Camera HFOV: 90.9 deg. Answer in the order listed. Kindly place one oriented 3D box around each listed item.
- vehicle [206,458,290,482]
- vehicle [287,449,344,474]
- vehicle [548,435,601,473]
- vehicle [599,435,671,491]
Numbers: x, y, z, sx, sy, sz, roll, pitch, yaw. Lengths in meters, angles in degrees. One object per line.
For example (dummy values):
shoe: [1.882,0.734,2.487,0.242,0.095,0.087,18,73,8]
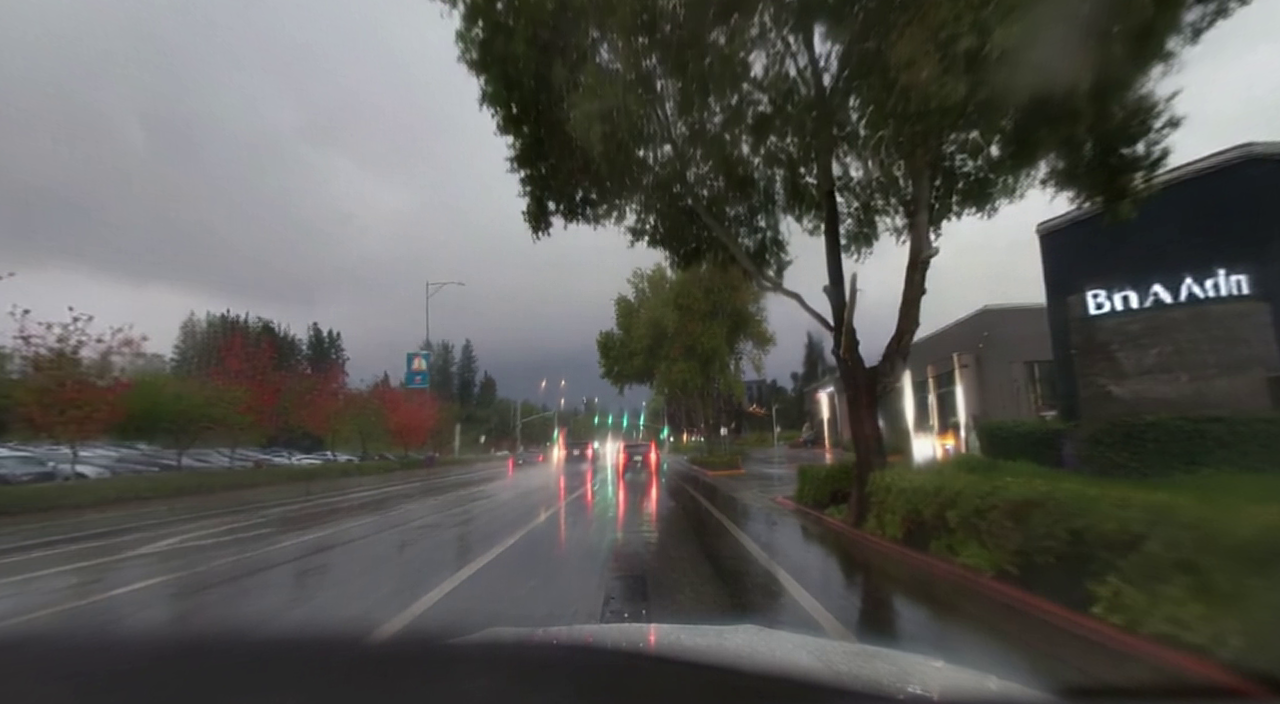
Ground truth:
vehicle: [-26.328,7.895,42.391,4.553,1.479,1.768,-1,-8,7]
vehicle: [-24.481,8.263,47.704,1.791,1.724,4.432,0,-8,2]
vehicle: [-3.387,5.390,33.571,2.064,1.859,5.154,0,-8,2]
vehicle: [-0.130,3.576,20.630,2.108,1.612,4.246,0,-8,0]
